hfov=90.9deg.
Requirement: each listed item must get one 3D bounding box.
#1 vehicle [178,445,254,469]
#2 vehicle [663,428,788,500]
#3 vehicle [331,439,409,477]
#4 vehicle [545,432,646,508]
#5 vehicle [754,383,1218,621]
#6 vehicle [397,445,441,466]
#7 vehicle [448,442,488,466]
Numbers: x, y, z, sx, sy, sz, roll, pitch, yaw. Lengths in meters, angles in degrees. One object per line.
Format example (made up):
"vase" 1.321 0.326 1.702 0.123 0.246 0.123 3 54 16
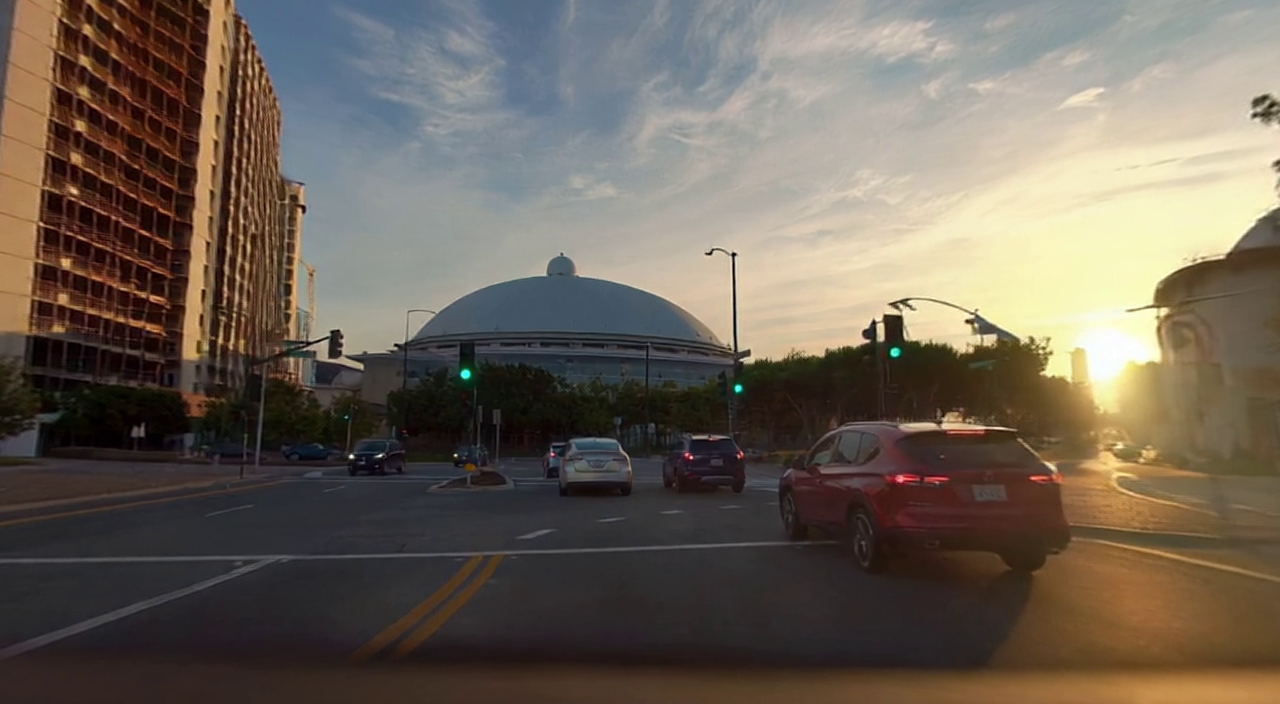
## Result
"vehicle" -29.078 7.157 43.244 4.653 1.459 2.228 -4 -9 27
"vehicle" 2.174 3.043 17.529 2.103 1.710 4.396 1 -9 -11
"vehicle" -13.035 5.114 30.750 2.303 1.692 4.571 1 -9 -8
"vehicle" -1.254 2.891 15.895 2.132 1.632 3.889 1 -9 -10
"vehicle" 3.104 1.487 7.296 2.320 1.772 4.872 0 -9 -4
"vehicle" -16.322 7.633 46.707 2.013 1.466 4.430 0 -9 -6
"vehicle" -12.331 7.366 45.557 2.092 1.629 4.133 0 -9 -6
